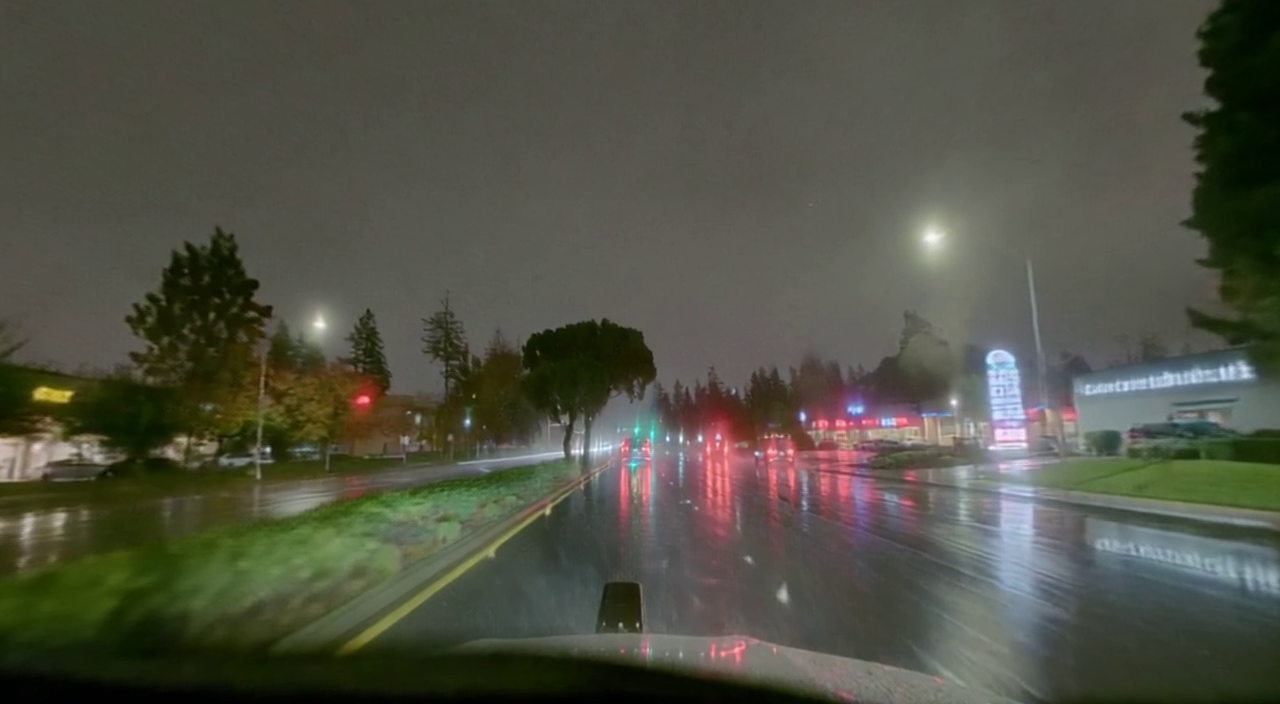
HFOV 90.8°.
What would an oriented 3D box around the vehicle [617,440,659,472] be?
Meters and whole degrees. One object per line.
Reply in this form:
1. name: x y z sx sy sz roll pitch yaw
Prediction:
1. vehicle: -0.158 5.478 33.408 2.072 1.545 4.578 0 -8 -1
